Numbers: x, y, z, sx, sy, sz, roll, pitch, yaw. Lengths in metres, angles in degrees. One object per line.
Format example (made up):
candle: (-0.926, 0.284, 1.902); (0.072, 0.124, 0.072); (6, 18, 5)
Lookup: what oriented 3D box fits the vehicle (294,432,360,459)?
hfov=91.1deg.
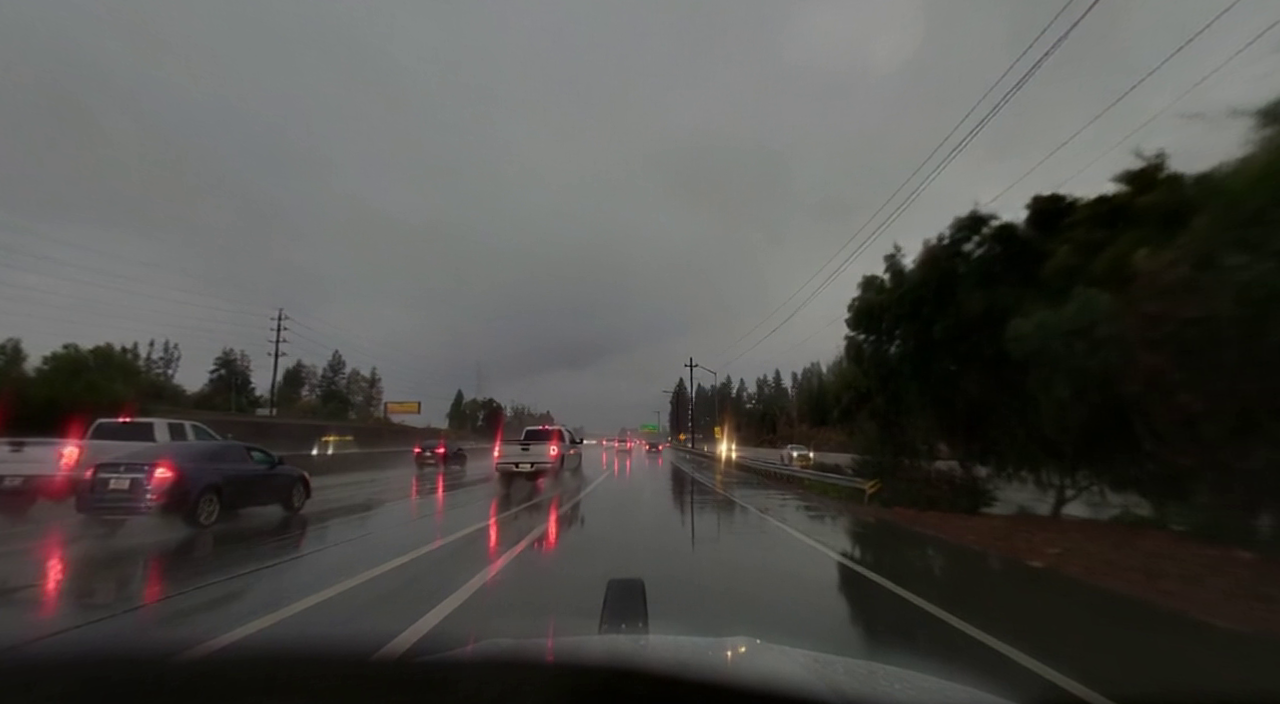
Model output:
vehicle: (-23.943, 7.188, 48.284); (2.170, 1.974, 5.348); (0, -8, 2)

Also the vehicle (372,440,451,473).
vehicle: (-10.775, 4.953, 29.988); (1.884, 1.453, 4.579); (0, -8, 2)

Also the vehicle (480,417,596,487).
vehicle: (-3.264, 3.463, 22.033); (2.815, 2.092, 6.526); (0, -8, 1)

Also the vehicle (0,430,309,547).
vehicle: (-7.725, 2.085, 10.358); (1.964, 1.481, 4.425); (0, -8, 2)

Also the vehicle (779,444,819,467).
vehicle: (12.449, 8.089, 49.440); (2.048, 1.720, 4.524); (0, -8, 2)

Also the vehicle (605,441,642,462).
vehicle: (-1.156, 7.215, 45.828); (2.013, 1.444, 4.447); (-1, -8, 8)
